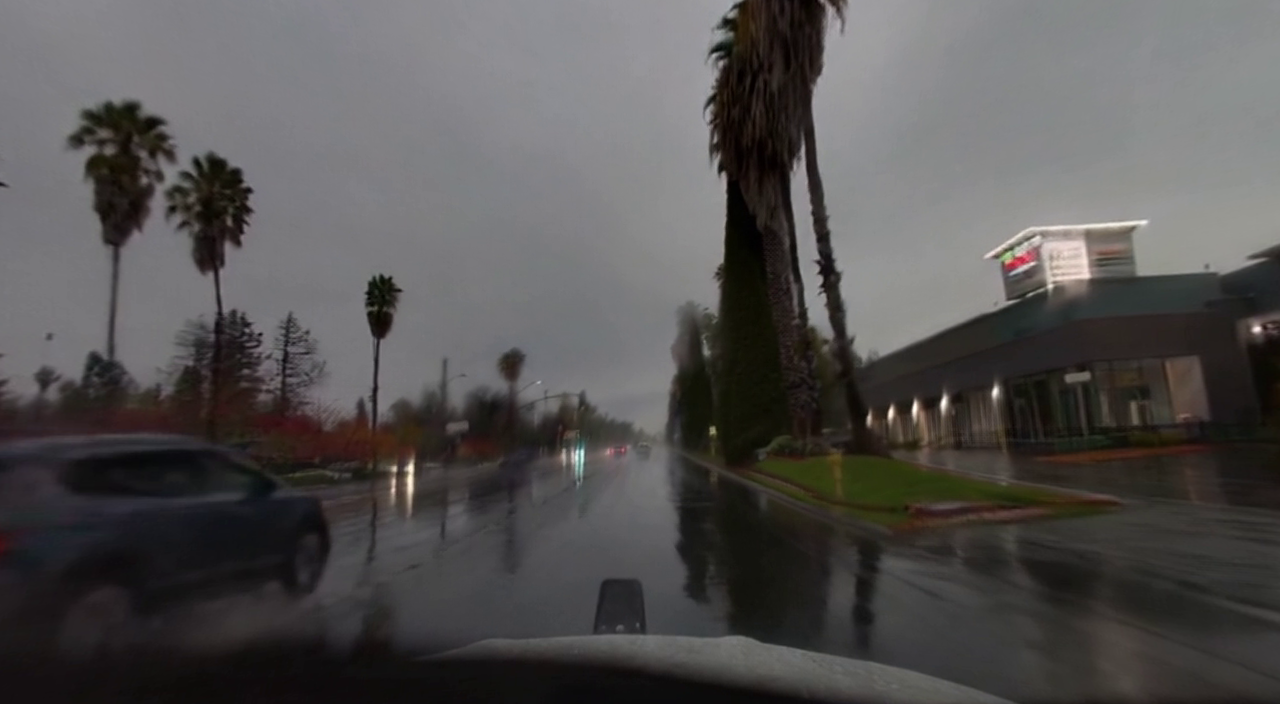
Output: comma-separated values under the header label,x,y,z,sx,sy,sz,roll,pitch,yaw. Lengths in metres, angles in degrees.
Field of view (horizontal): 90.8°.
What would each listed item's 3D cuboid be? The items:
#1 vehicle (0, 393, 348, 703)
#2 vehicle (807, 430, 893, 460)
label,x,y,z,sx,sy,sz,roll,pitch,yaw
vehicle,-4.276,1.284,4.515,2.147,1.745,4.648,0,-8,0
vehicle,13.049,5.775,39.416,4.577,1.750,2.115,0,-8,-5
